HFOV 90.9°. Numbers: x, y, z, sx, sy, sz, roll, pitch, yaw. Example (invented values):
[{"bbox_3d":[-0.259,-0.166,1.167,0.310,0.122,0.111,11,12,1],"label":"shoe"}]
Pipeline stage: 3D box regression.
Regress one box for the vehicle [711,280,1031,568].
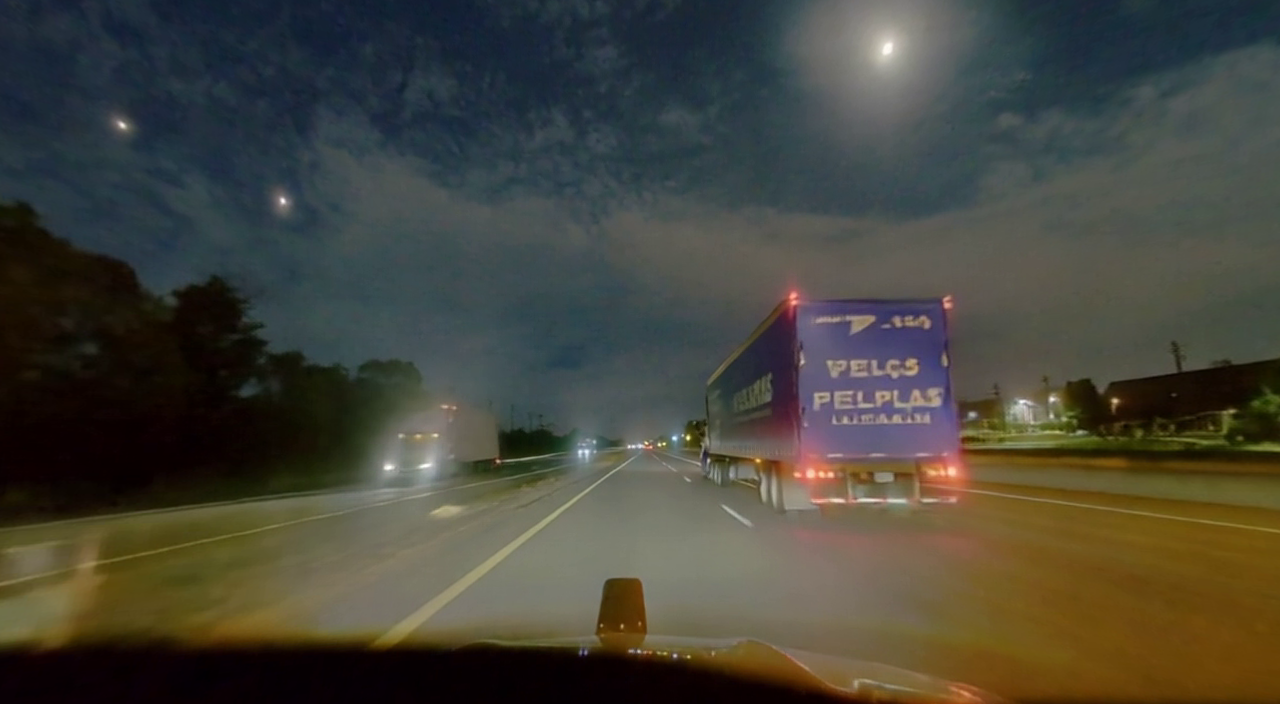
[{"bbox_3d":[4.054,1.943,15.481,3.341,4.269,12.252,0,-9,1],"label":"vehicle"}]
